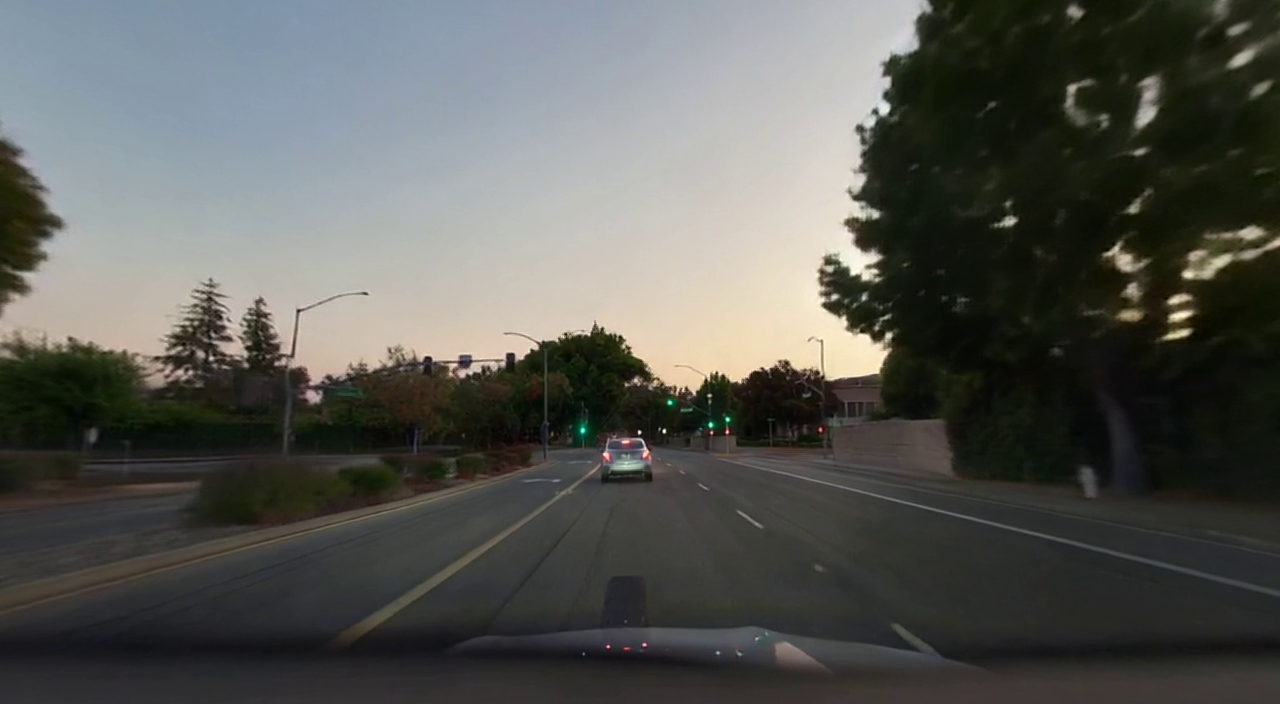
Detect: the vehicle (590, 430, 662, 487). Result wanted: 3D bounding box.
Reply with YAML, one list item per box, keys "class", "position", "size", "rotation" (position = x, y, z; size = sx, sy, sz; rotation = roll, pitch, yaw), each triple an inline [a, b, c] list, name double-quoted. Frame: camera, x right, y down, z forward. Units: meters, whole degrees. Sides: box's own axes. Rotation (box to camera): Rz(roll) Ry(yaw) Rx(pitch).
- class: "vehicle"
  position: [-0.471, 3.555, 21.329]
  size: [2.192, 1.734, 4.176]
  rotation: [0, -8, -1]
